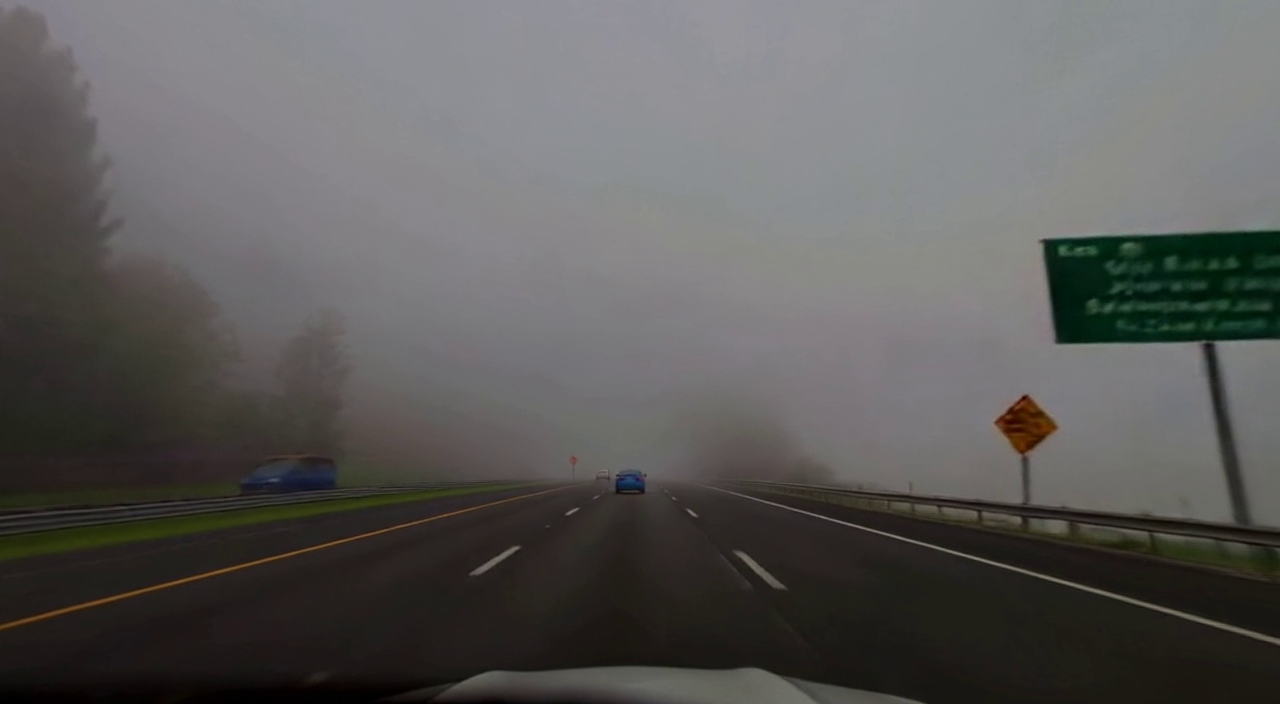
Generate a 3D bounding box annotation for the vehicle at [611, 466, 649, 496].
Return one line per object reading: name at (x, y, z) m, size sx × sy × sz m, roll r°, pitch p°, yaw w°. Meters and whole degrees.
vehicle at (-0.525, 7.263, 35.645) m, size 2.016 × 1.530 × 4.009 m, roll 1°, pitch -11°, yaw 0°

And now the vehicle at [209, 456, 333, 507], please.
vehicle at (-16.237, 5.720, 28.165) m, size 2.389 × 1.999 × 4.977 m, roll 1°, pitch -11°, yaw 1°
